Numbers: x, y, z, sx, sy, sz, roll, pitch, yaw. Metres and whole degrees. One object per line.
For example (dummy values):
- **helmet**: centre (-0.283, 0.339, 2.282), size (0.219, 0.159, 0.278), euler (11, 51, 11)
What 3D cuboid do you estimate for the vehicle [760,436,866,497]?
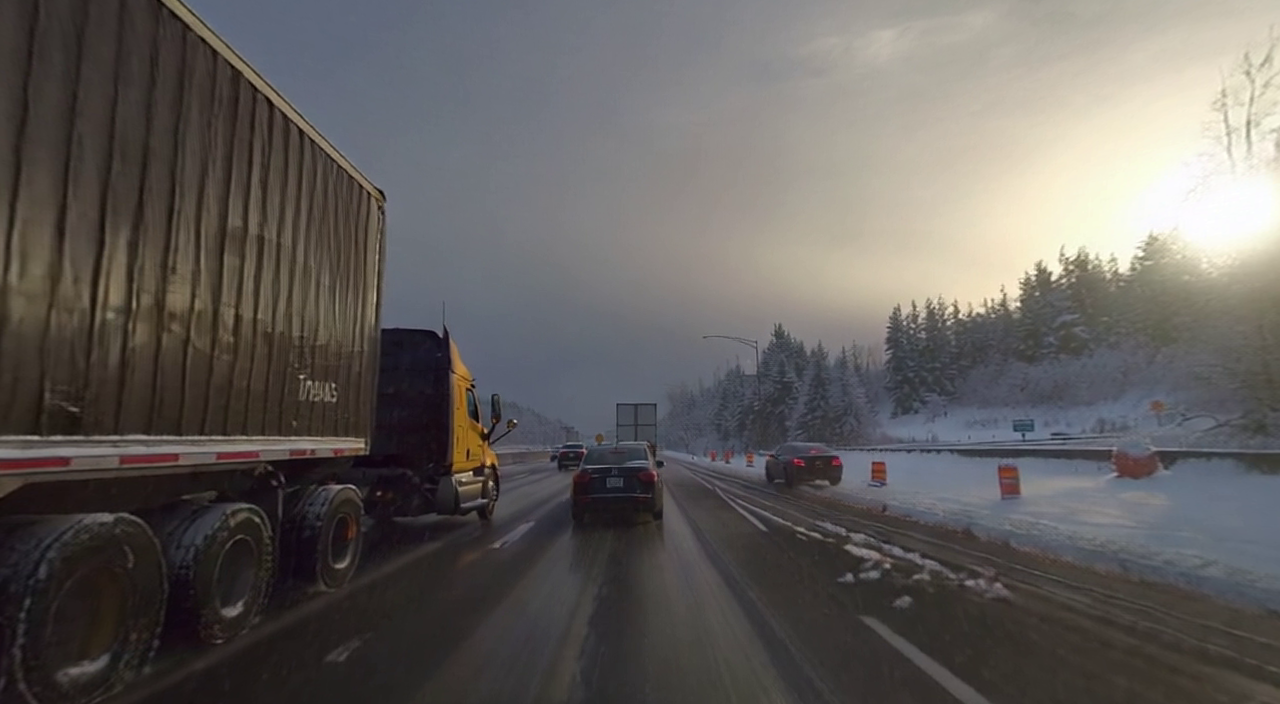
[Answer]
- **vehicle**: centre (4.965, 3.331, 18.701), size (1.937, 1.601, 3.798), euler (0, -9, -2)

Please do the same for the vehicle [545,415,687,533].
- **vehicle**: centre (-0.354, 2.163, 11.661), size (2.152, 1.779, 3.924), euler (0, -9, 0)

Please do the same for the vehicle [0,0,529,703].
- **vehicle**: centre (-3.691, -0.008, 4.701), size (2.857, 4.063, 16.026), euler (0, -8, 0)
